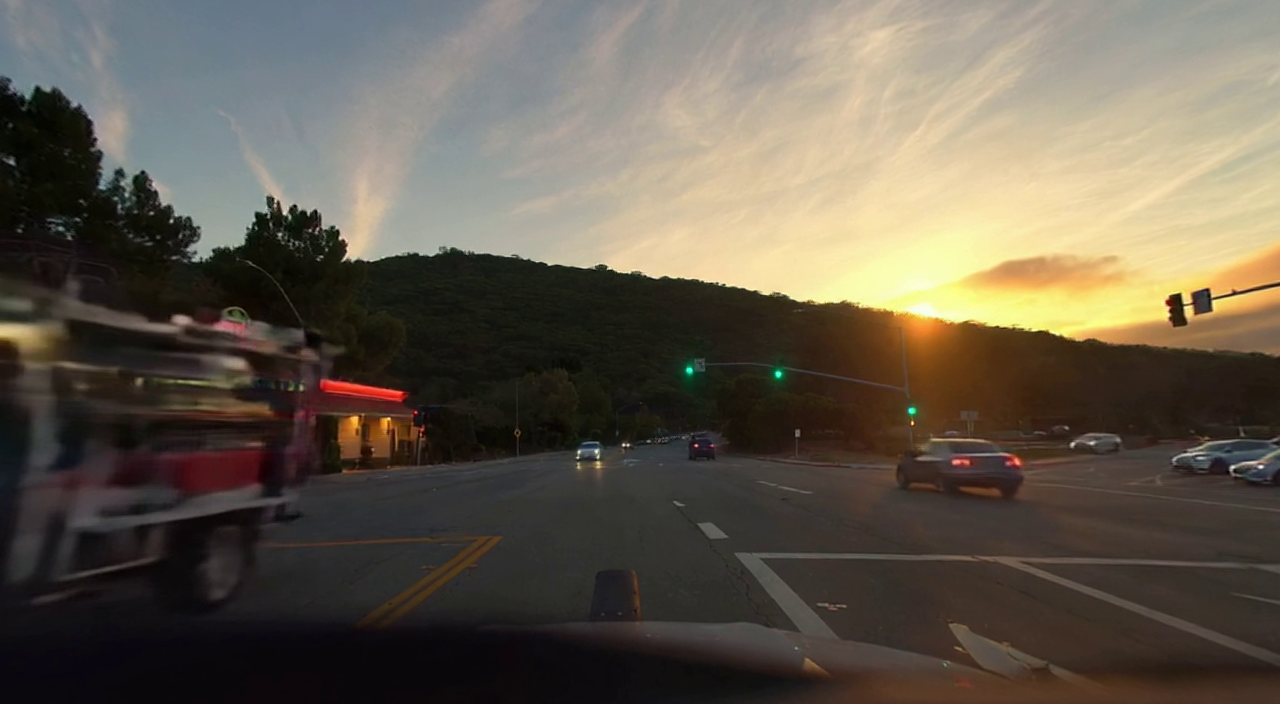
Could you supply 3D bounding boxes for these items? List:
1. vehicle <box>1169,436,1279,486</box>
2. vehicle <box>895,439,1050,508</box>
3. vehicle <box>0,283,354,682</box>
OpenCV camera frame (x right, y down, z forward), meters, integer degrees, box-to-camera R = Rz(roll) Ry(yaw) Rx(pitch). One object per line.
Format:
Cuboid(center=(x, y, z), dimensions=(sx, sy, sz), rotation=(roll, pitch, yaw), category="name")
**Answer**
Cuboid(center=(25.064, 4.466, 26.042), dimensions=(4.546, 1.944, 2.051), rotation=(1, -9, -5), category="vehicle")
Cuboid(center=(9.850, 3.587, 19.135), dimensions=(2.273, 1.839, 4.218), rotation=(0, -8, -2), category="vehicle")
Cuboid(center=(-4.927, 0.984, 5.146), dimensions=(2.318, 2.325, 5.910), rotation=(0, -8, 0), category="vehicle")
